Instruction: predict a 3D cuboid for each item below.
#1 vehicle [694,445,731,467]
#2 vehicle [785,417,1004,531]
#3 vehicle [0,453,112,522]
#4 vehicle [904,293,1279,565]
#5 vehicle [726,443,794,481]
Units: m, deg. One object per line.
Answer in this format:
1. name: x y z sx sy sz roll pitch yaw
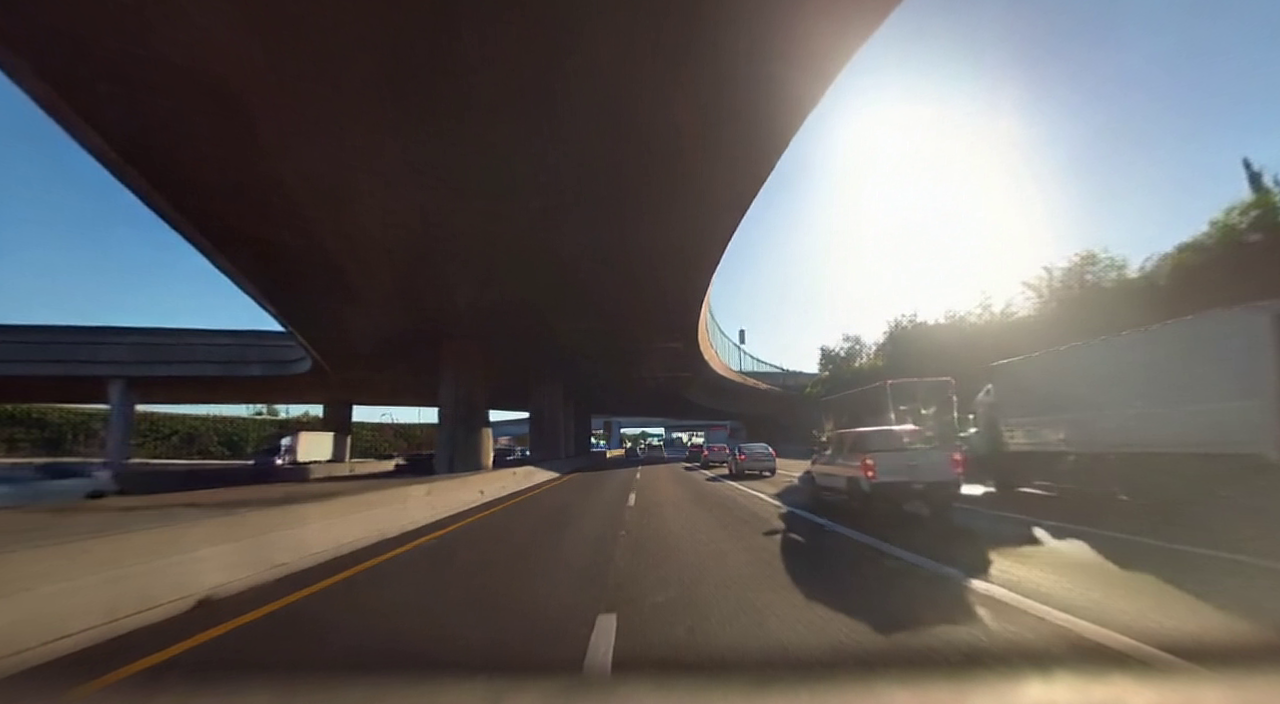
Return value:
1. vehicle: 5.036 7.262 44.148 1.987 1.448 4.356 0 -8 -1
2. vehicle: 4.637 2.303 12.562 2.201 1.804 4.801 0 -9 -2
3. vehicle: -15.723 3.286 15.440 1.855 1.550 4.300 0 -8 1
4. vehicle: 8.876 1.607 12.165 2.782 3.144 11.091 0 -8 0
5. vehicle: 5.084 4.711 27.470 1.959 1.483 5.135 0 -8 0
